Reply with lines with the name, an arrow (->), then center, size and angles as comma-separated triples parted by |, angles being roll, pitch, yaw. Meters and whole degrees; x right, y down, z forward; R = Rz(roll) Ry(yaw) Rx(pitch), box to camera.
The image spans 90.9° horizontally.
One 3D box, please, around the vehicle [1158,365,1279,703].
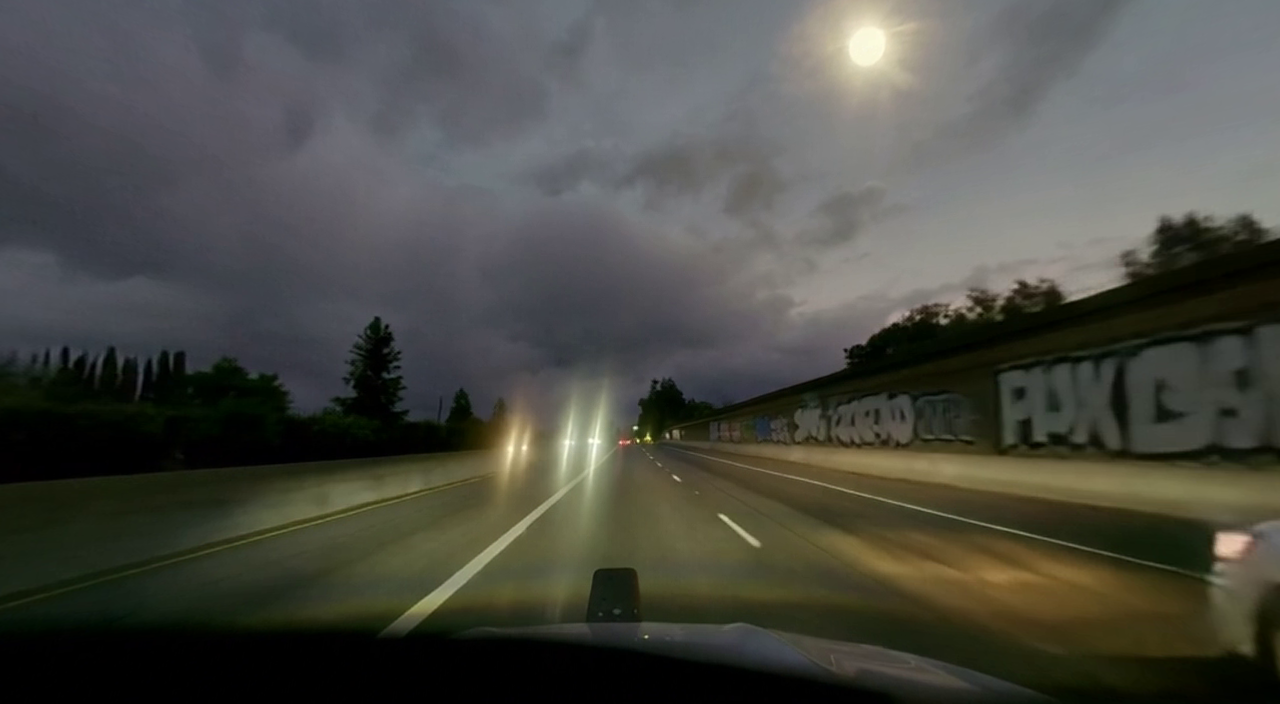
vehicle -> 3.540, 0.663, 1.266 | 1.841, 1.556, 3.618 | 0, -8, -1
